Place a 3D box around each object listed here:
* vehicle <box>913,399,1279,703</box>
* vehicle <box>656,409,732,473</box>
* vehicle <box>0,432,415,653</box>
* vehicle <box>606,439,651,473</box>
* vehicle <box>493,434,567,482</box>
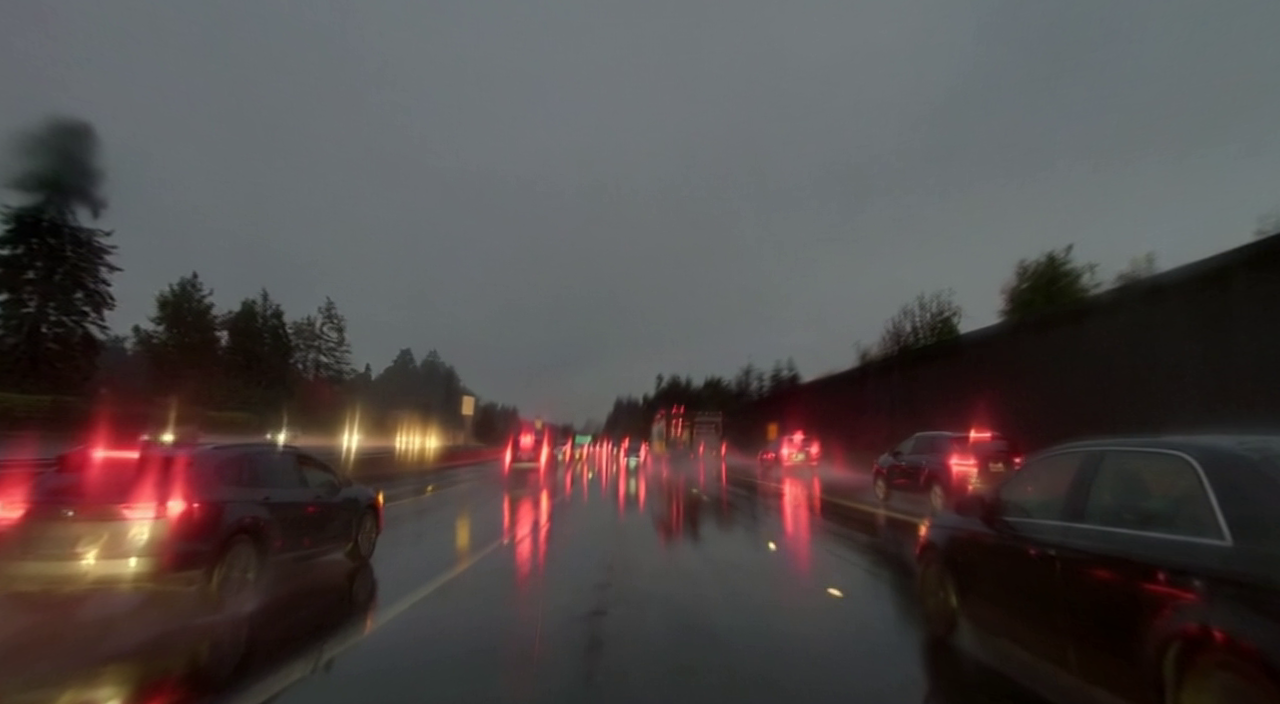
[{"bbox_3d":[3.122,1.001,2.609,2.031,1.504,4.327,0,-9,0],"label":"vehicle"},{"bbox_3d":[2.935,5.513,38.665,3.426,3.279,12.313,0,-9,-1],"label":"vehicle"},{"bbox_3d":[-4.073,1.568,6.326,1.947,1.424,4.264,0,-9,1],"label":"vehicle"},{"bbox_3d":[-0.619,5.610,34.123,2.235,1.682,4.094,0,-9,-1],"label":"vehicle"},{"bbox_3d":[-4.387,4.308,25.908,2.176,1.783,4.799,0,-9,0],"label":"vehicle"}]
